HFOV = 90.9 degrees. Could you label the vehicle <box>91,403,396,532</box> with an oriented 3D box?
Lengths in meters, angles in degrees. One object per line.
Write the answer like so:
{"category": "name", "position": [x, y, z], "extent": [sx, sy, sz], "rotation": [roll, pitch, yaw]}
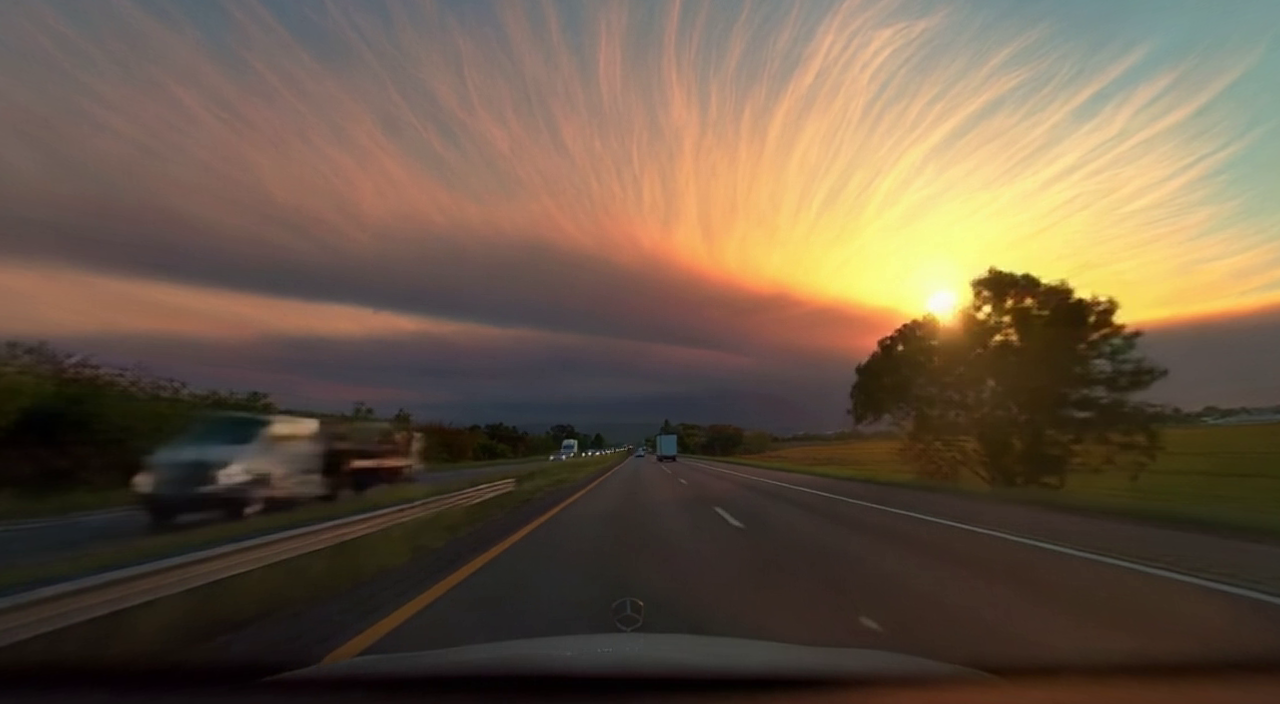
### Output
{"category": "vehicle", "position": [-8.531, 2.637, 14.981], "extent": [2.544, 2.305, 7.154], "rotation": [0, -9, 1]}
